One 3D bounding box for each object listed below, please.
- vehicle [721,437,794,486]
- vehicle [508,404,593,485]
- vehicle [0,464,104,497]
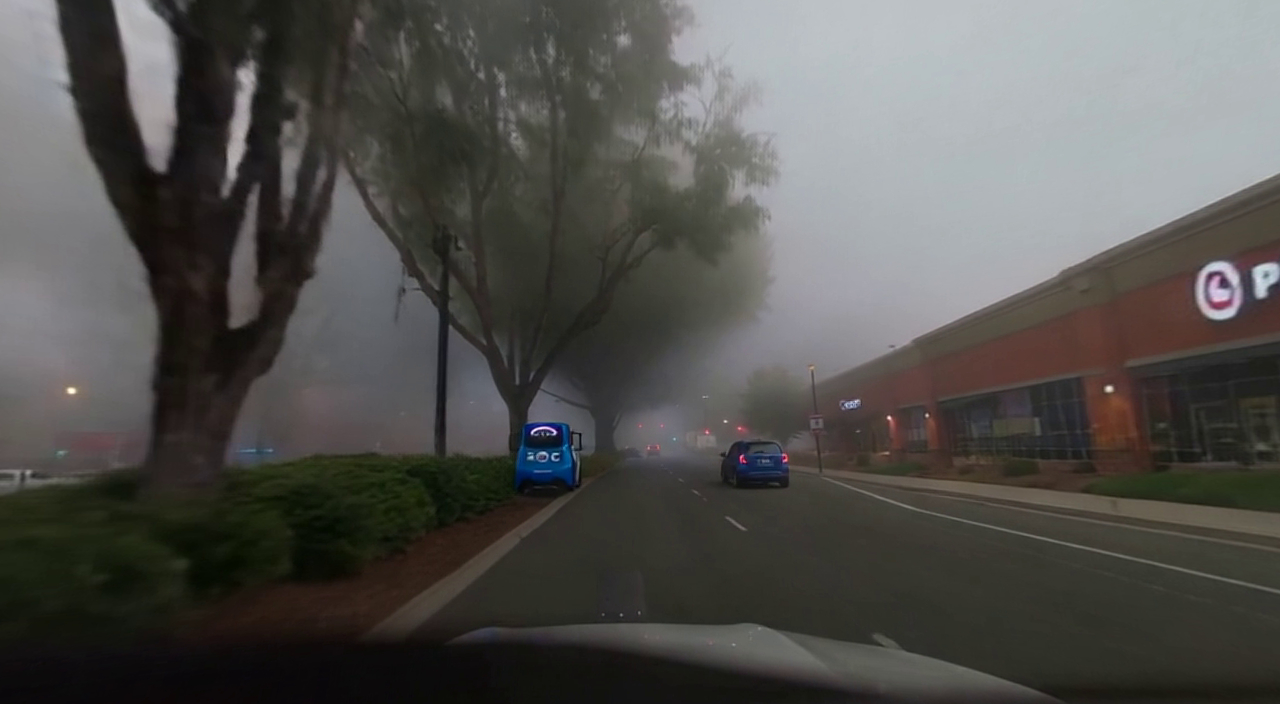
[{"bbox_3d":[4.294,4.066,23.755,1.869,1.646,4.166,0,-9,-1],"label":"vehicle"},{"bbox_3d":[-3.338,3.672,25.009,2.443,2.784,5.862,0,-9,1],"label":"vehicle"},{"bbox_3d":[-31.404,6.793,33.454,4.225,1.449,1.819,1,-9,-28],"label":"vehicle"}]
